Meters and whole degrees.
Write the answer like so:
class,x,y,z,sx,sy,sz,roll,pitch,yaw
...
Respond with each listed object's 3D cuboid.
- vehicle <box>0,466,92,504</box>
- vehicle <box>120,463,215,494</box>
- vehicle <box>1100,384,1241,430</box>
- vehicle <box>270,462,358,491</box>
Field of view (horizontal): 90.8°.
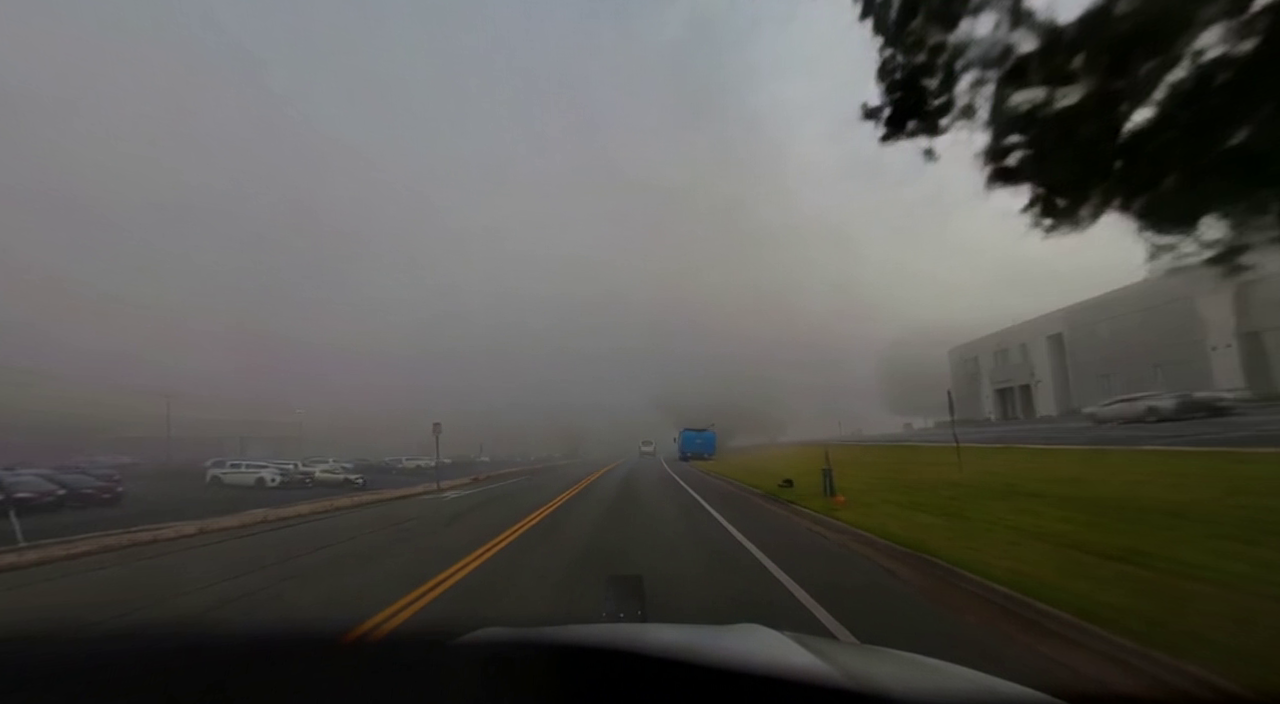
class,x,y,z,sx,sy,sz,roll,pitch,yaw
vehicle,-33.430,7.255,34.302,5.432,1.791,2.159,-3,-9,2
vehicle,-32.568,8.726,43.644,4.996,1.817,2.054,-3,-10,1
vehicle,21.260,2.318,25.617,1.871,1.582,4.500,0,-8,1
vehicle,-22.207,8.452,43.291,2.233,1.709,5.161,-3,-9,19
